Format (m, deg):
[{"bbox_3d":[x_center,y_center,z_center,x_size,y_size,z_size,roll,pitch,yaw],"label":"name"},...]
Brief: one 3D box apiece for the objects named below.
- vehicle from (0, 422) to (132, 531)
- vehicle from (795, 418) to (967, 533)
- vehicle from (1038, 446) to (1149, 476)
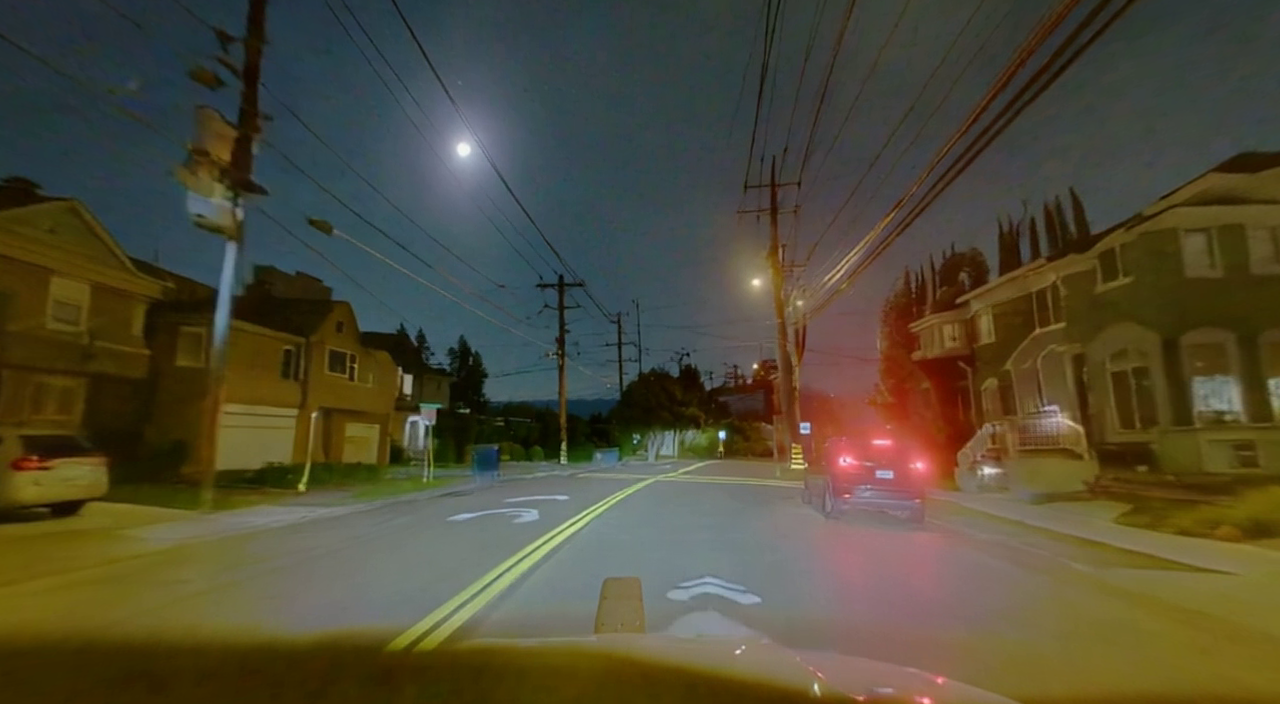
[{"bbox_3d":[-11.861,2.083,10.885,4.632,1.644,1.986,-1,-9,6],"label":"vehicle"},{"bbox_3d":[4.488,2.349,12.627,2.070,1.847,4.457,-1,-9,6],"label":"vehicle"},{"bbox_3d":[24.243,5.834,33.958,4.322,1.499,1.927,-2,-9,13],"label":"vehicle"}]
